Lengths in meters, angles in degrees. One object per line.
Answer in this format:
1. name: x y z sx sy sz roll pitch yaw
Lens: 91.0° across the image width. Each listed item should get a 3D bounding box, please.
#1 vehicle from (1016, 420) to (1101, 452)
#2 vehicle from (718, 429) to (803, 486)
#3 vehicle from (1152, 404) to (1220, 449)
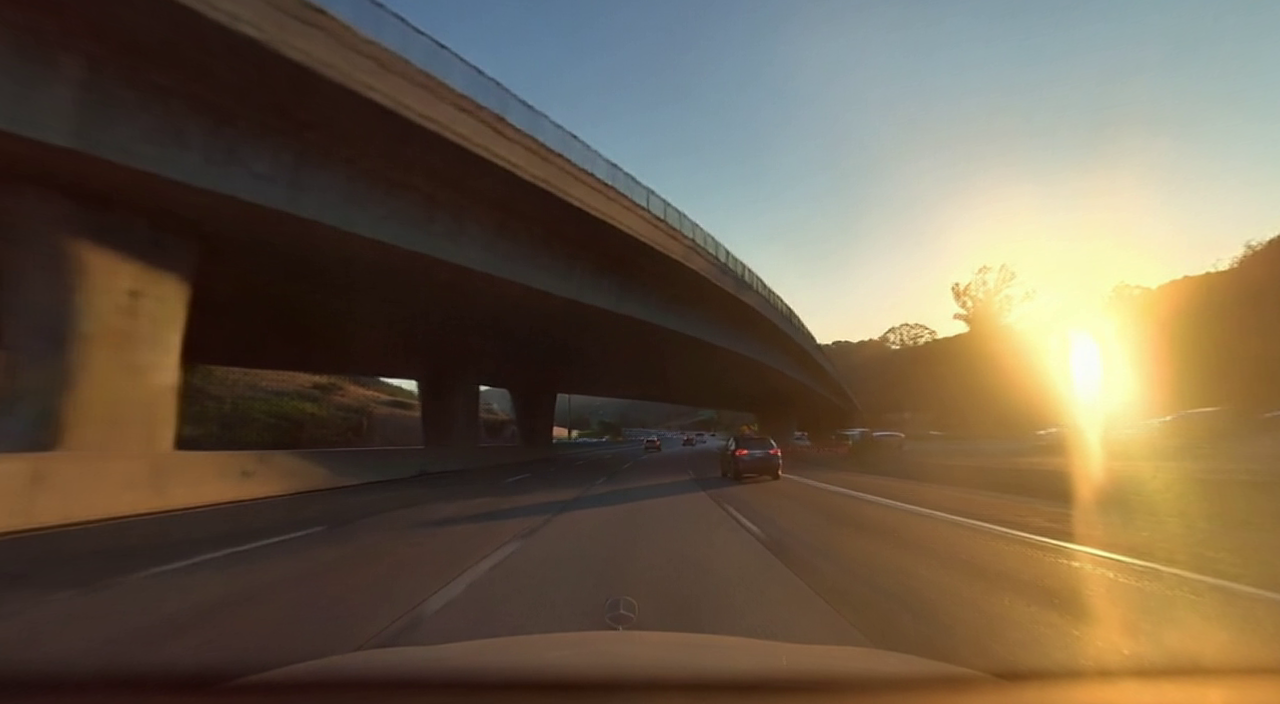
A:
1. vehicle: 30.091 6.060 45.442 4.491 1.767 2.057 -9 -10 17
2. vehicle: 3.965 3.550 21.460 2.090 1.715 4.228 0 -8 1
3. vehicle: 33.920 4.761 39.290 2.258 2.496 6.200 -7 -11 34
